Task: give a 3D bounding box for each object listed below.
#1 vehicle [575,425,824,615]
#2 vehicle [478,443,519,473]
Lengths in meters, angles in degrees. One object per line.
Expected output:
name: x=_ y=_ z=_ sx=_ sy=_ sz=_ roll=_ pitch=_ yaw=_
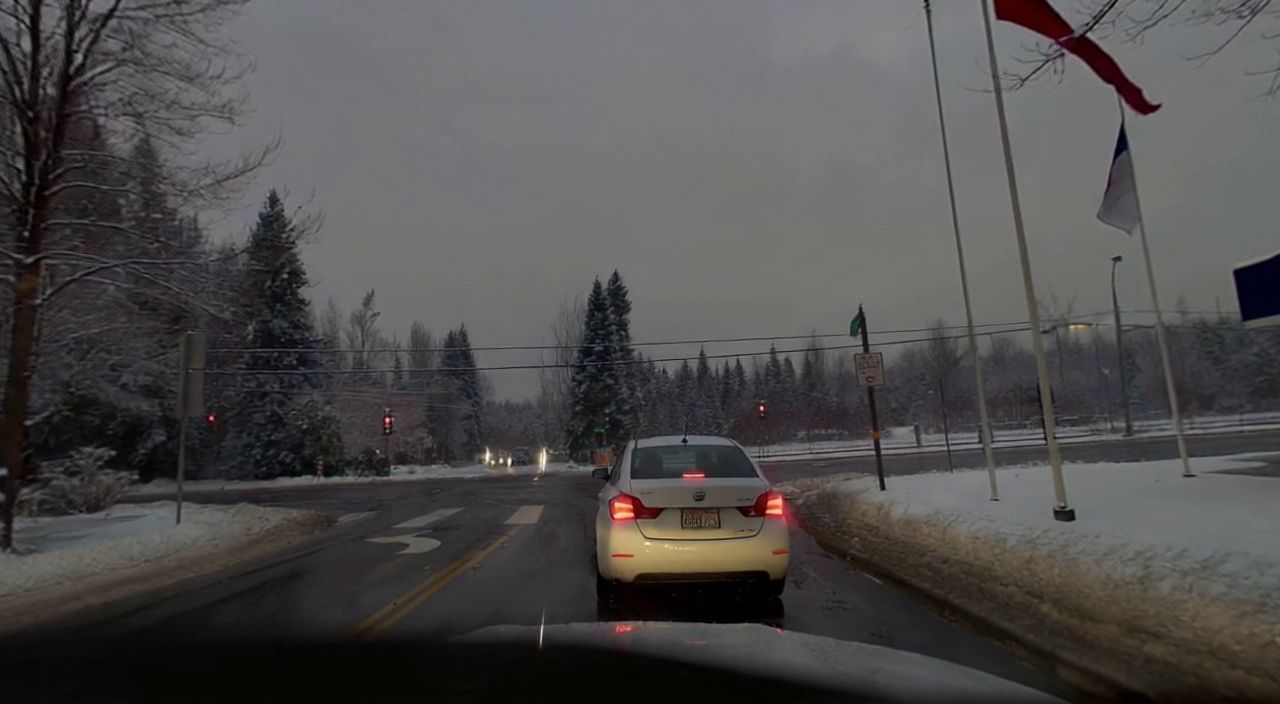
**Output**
vehicle: x=0.383 y=1.617 z=6.896 sx=1.985 sy=1.463 sz=3.647 roll=0 pitch=-9 yaw=-3
vehicle: x=-9.996 y=7.500 z=44.802 sx=2.212 sy=1.948 sz=4.537 roll=0 pitch=-9 yaw=-6
